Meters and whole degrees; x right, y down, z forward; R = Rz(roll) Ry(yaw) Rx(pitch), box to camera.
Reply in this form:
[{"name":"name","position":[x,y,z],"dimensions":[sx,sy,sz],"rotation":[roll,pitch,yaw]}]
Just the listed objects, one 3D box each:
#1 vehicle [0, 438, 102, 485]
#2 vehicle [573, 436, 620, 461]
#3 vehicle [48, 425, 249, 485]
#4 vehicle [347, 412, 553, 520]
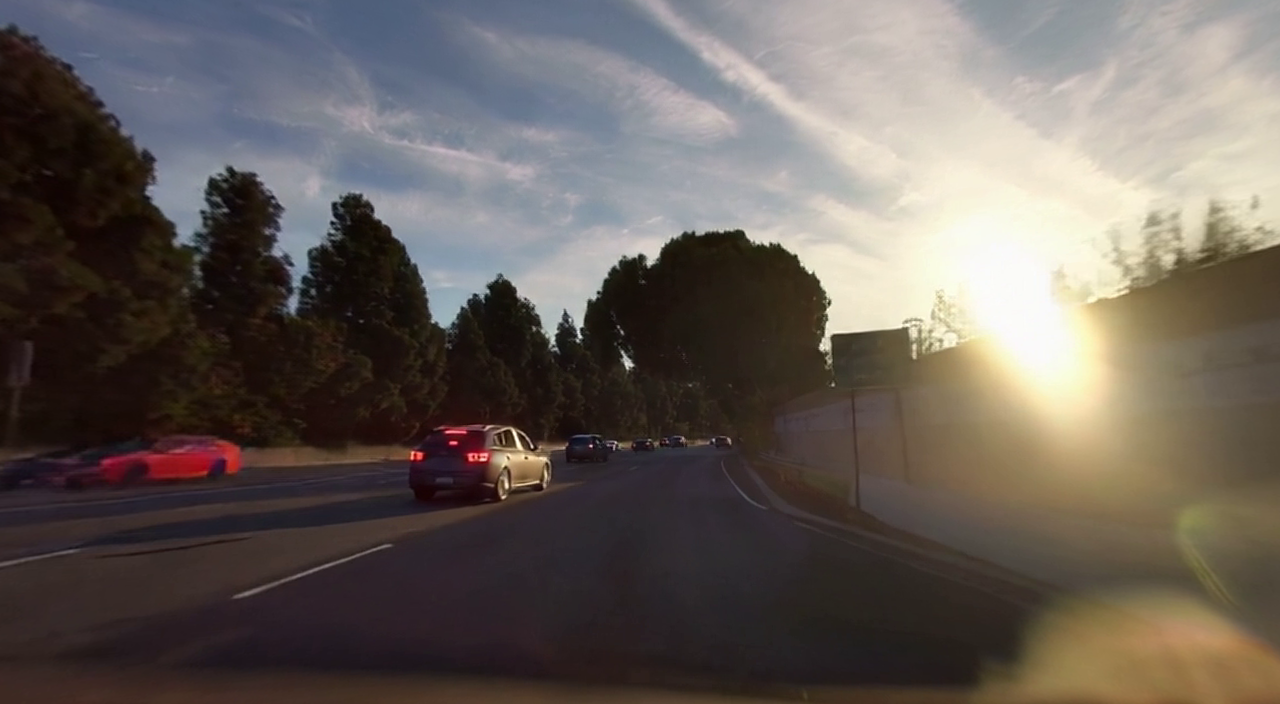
[{"name":"vehicle","position":[-21.632,3.738,21.803],"dimensions":[1.833,1.507,4.465],"rotation":[0,-9,8]},{"name":"vehicle","position":[-2.692,6.082,39.816],"dimensions":[1.860,1.442,4.332],"rotation":[0,-9,11]},{"name":"vehicle","position":[-15.145,3.223,19.925],"dimensions":[2.109,1.607,4.759],"rotation":[0,-9,8]},{"name":"vehicle","position":[-3.326,2.134,12.290],"dimensions":[2.082,1.638,4.644],"rotation":[0,-9,7]}]
